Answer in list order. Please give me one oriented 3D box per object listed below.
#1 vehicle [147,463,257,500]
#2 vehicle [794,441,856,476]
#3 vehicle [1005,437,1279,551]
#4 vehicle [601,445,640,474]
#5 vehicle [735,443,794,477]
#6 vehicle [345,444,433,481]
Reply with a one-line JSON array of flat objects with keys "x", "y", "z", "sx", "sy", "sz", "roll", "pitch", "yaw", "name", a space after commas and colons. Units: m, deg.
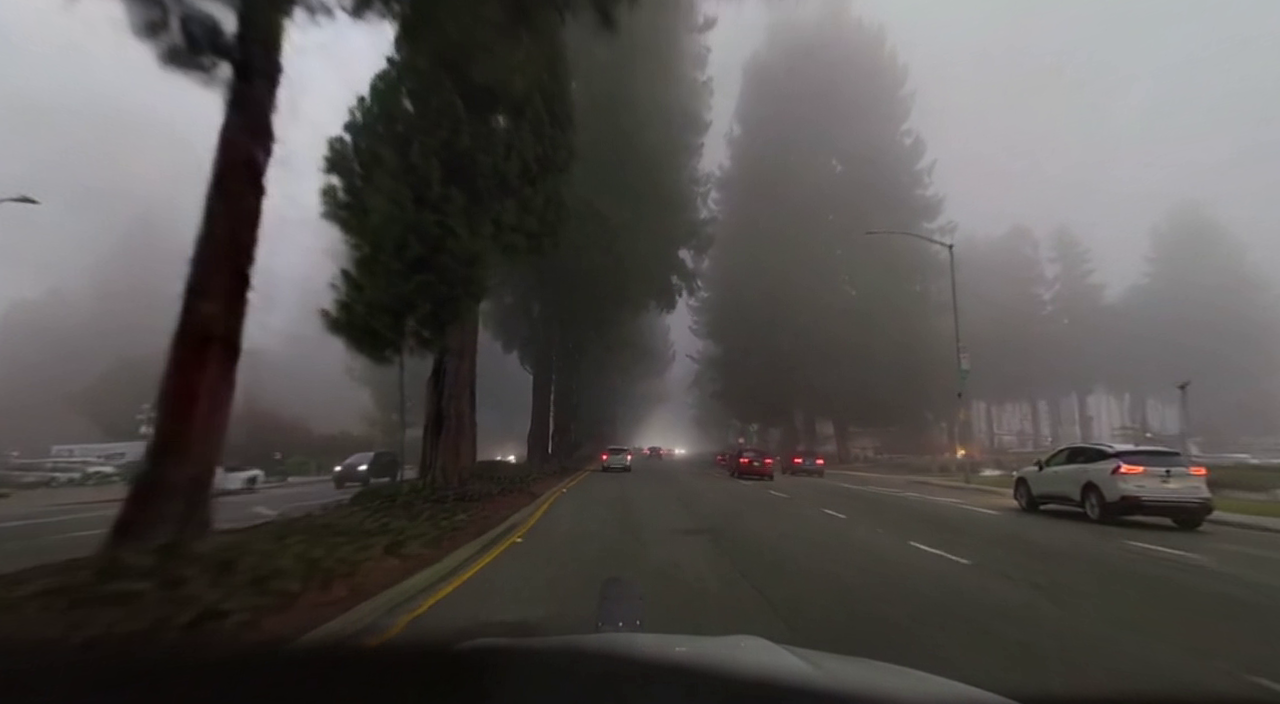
[{"x": -18.727, "y": 5.524, "z": 27.238, "sx": 1.769, "sy": 1.344, "sz": 3.947, "roll": 0, "pitch": -8, "yaw": 3, "name": "vehicle"}, {"x": 9.528, "y": 5.488, "z": 32.846, "sx": 1.945, "sy": 1.687, "sz": 4.292, "roll": 0, "pitch": -8, "yaw": 0, "name": "vehicle"}, {"x": 8.572, "y": 2.253, "z": 10.861, "sx": 1.888, "sy": 1.508, "sz": 4.646, "roll": 0, "pitch": -8, "yaw": 2, "name": "vehicle"}, {"x": -1.051, "y": 5.958, "z": 35.314, "sx": 2.077, "sy": 1.477, "sz": 3.897, "roll": 0, "pitch": -8, "yaw": -1, "name": "vehicle"}, {"x": 5.796, "y": 5.062, "z": 29.803, "sx": 2.020, "sy": 1.472, "sz": 3.958, "roll": 0, "pitch": -8, "yaw": 1, "name": "vehicle"}, {"x": -15.157, "y": 6.668, "z": 38.660, "sx": 2.879, "sy": 2.048, "sz": 5.861, "roll": 0, "pitch": -8, "yaw": 1, "name": "vehicle"}]
